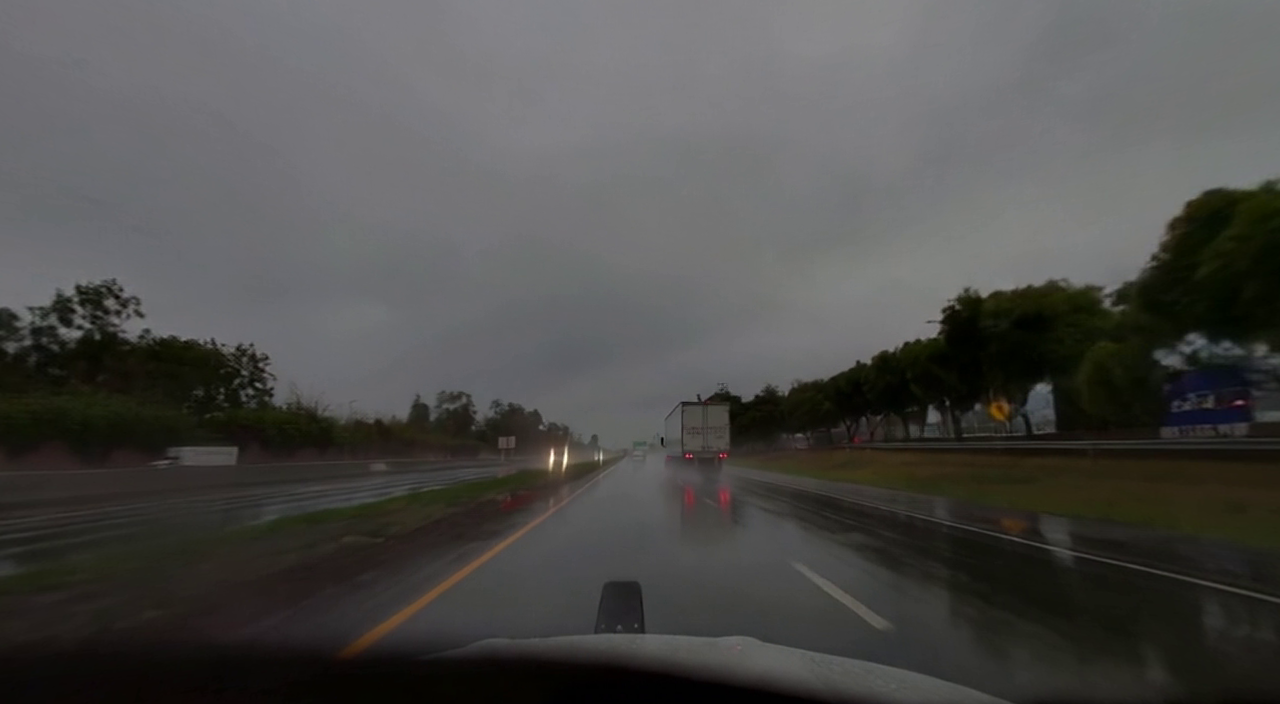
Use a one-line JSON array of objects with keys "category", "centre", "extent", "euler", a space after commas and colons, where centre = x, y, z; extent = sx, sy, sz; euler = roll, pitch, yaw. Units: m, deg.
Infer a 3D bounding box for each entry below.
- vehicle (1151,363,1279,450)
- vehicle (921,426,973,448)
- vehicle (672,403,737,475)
[{"category": "vehicle", "centre": [35.422, 3.709, 39.195], "extent": [2.833, 4.493, 14.015], "euler": [-5, -9, 29]}, {"category": "vehicle", "centre": [22.918, 6.409, 47.094], "extent": [1.800, 1.506, 3.851], "euler": [0, -9, -1]}, {"category": "vehicle", "centre": [4.059, 6.059, 43.064], "extent": [3.185, 4.154, 12.638], "euler": [0, -9, 0]}]
